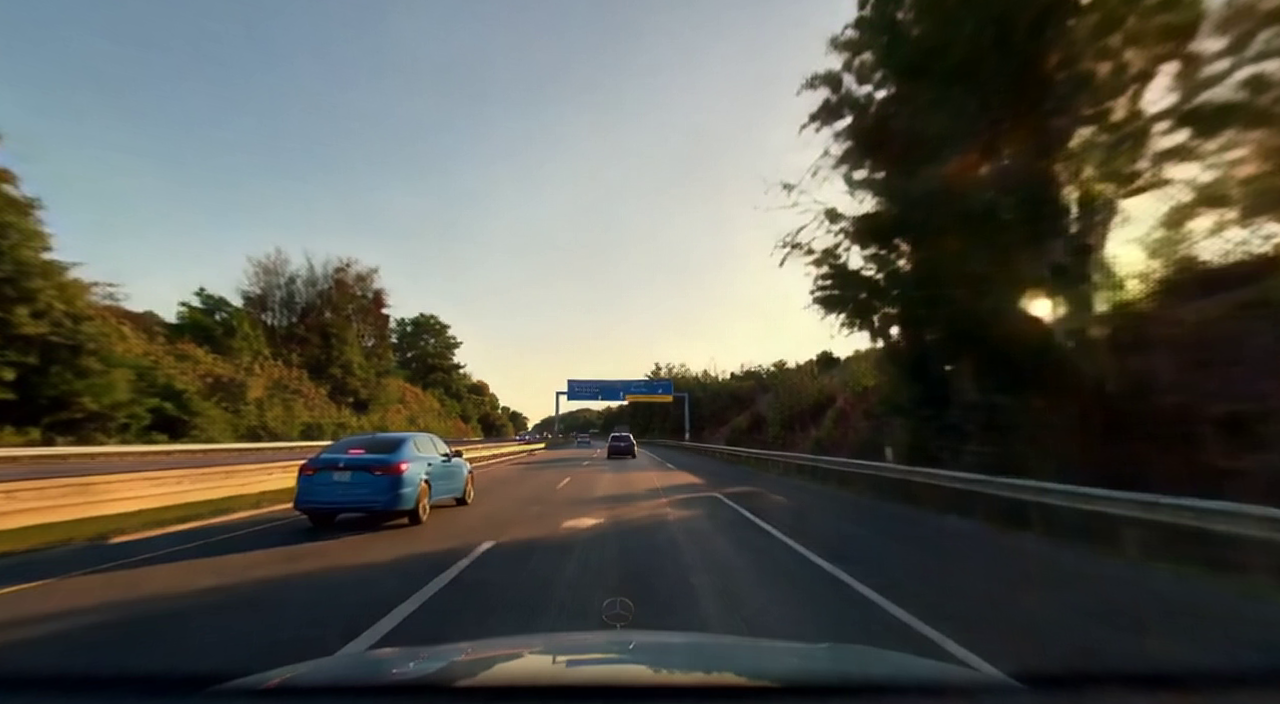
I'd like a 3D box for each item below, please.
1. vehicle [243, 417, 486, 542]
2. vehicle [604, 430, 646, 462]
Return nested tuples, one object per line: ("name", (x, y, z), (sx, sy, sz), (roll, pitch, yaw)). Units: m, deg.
("vehicle", (-3.909, 1.856, 9.925), (1.975, 1.518, 4.242), (0, -8, -1))
("vehicle", (-0.809, 5.061, 34.078), (2.162, 1.616, 4.242), (0, -8, -2))
